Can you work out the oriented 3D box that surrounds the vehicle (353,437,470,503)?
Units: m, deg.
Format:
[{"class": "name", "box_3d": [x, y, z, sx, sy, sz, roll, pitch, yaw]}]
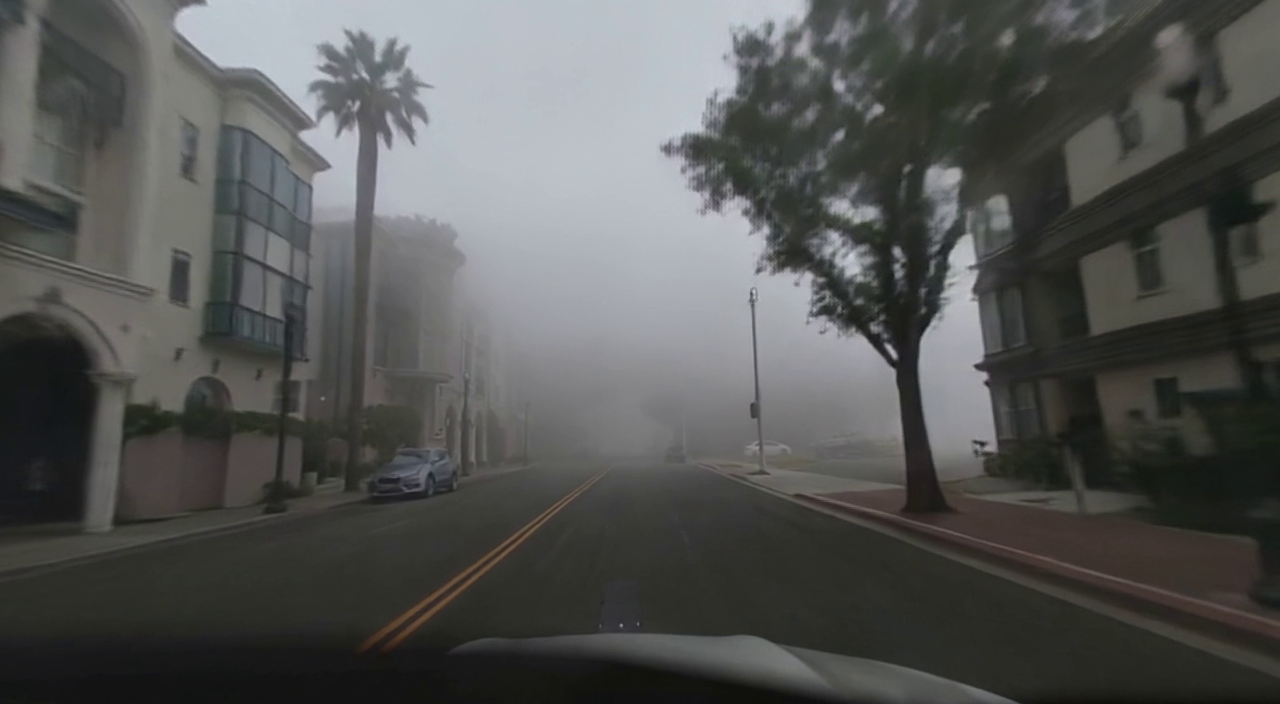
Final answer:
[{"class": "vehicle", "box_3d": [-6.675, 3.500, 18.994, 1.946, 1.640, 4.430, -3, -9, -1]}]
